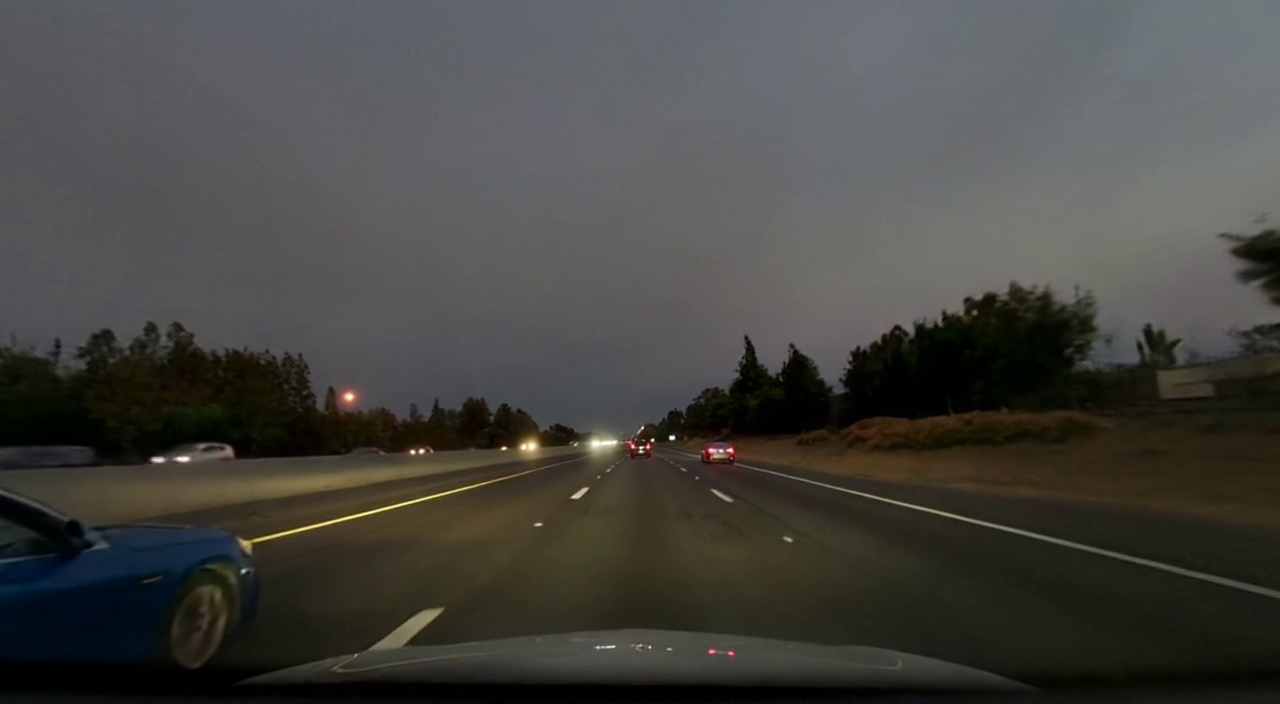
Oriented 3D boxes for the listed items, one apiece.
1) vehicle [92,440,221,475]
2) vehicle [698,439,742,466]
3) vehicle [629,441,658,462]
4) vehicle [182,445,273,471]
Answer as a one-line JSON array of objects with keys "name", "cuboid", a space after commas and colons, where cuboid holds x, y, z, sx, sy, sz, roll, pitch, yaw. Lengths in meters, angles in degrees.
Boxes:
[{"name": "vehicle", "cuboid": [-29.012, 6.340, 38.139, 2.271, 1.944, 6.850, 0, -8, 1]}, {"name": "vehicle", "cuboid": [4.782, 6.106, 38.229, 2.008, 1.524, 4.598, 0, -8, -1]}, {"name": "vehicle", "cuboid": [0.247, 7.363, 46.536, 2.052, 1.449, 3.857, 0, -8, 0]}, {"name": "vehicle", "cuboid": [-28.923, 7.402, 44.321, 2.546, 1.681, 5.672, 0, -8, 1]}]
